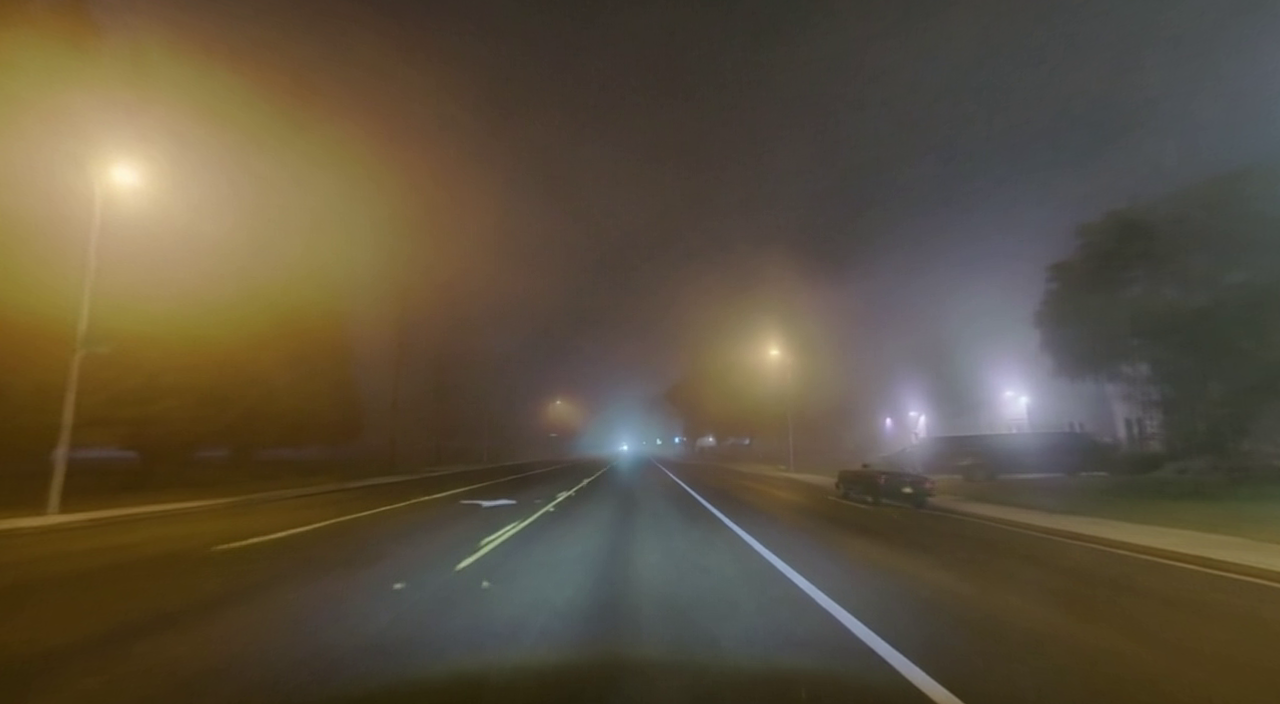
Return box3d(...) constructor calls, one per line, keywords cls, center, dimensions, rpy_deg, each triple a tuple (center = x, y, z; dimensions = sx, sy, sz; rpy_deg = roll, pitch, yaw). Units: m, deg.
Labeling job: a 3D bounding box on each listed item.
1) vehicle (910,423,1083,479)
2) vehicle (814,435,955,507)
box3d(cls="vehicle", center=(12.955, 3.645, 23.260), dimensions=(5.037, 1.925, 2.021), rpy_deg=(-1, -9, 4))
box3d(cls="vehicle", center=(6.735, 3.310, 18.087), dimensions=(2.043, 1.747, 4.680), rpy_deg=(0, -9, -1))
